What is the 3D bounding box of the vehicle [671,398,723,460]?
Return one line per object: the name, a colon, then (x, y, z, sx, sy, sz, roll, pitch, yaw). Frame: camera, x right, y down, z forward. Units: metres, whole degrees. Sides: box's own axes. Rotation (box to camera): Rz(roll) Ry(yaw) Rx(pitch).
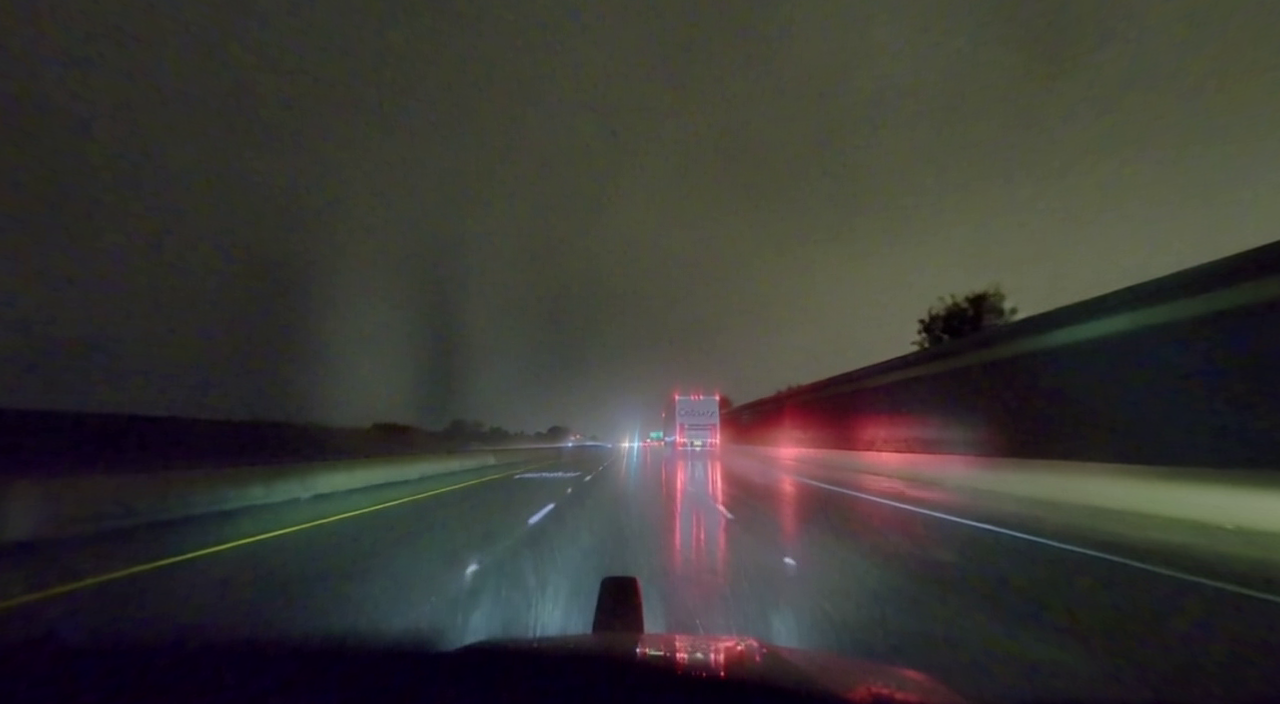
vehicle: (3.894, 5.615, 44.997, 2.840, 3.947, 8.920, 0, -8, 0)
